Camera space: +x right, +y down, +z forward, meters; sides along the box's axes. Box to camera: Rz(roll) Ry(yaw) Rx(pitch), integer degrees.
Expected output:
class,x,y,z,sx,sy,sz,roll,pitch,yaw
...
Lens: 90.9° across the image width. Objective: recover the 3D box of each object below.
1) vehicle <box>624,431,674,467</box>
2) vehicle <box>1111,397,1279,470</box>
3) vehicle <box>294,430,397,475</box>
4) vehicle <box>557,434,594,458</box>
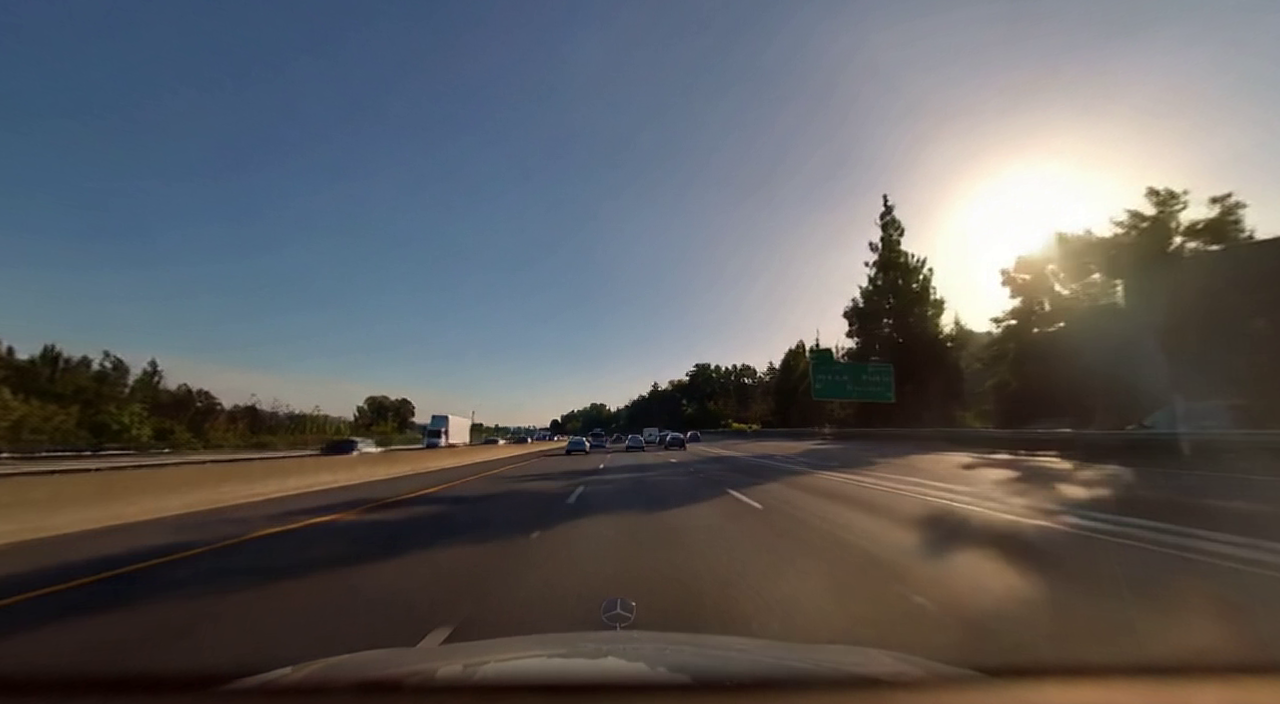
class,x,y,z,sx,sy,sz,roll,pitch,yaw
vehicle,0.354,4.423,28.953,2.086,1.554,3.875,0,-8,-2
vehicle,22.325,3.290,25.138,2.232,2.540,6.015,0,-8,-1
vehicle,-11.925,4.098,25.958,2.083,1.640,4.552,0,-8,-1
vehicle,-4.090,6.032,40.496,2.014,1.471,4.380,0,-8,-1
